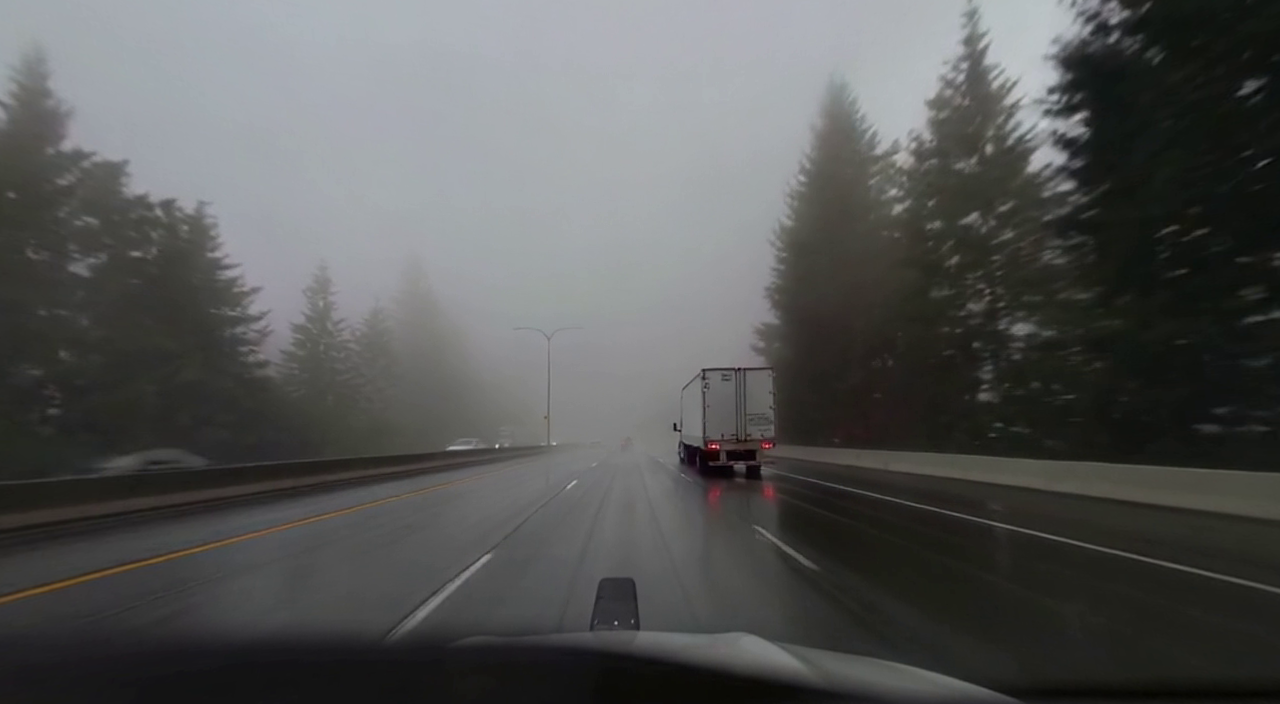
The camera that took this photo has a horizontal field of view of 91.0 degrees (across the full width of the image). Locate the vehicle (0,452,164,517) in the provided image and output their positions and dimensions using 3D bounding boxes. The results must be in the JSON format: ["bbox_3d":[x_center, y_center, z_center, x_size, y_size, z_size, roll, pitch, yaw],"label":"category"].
[{"bbox_3d":[-15.723,3.526,17.290,1.809,1.434,4.492,0,-8,-1],"label":"vehicle"}]

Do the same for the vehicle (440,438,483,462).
[{"bbox_3d":[-12.629,6.937,44.691,1.882,1.503,4.212,-2,-8,0],"label":"vehicle"}]

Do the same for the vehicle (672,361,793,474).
[{"bbox_3d":[3.839,3.403,30.820,3.489,4.211,14.193,0,-8,-1],"label":"vehicle"}]
